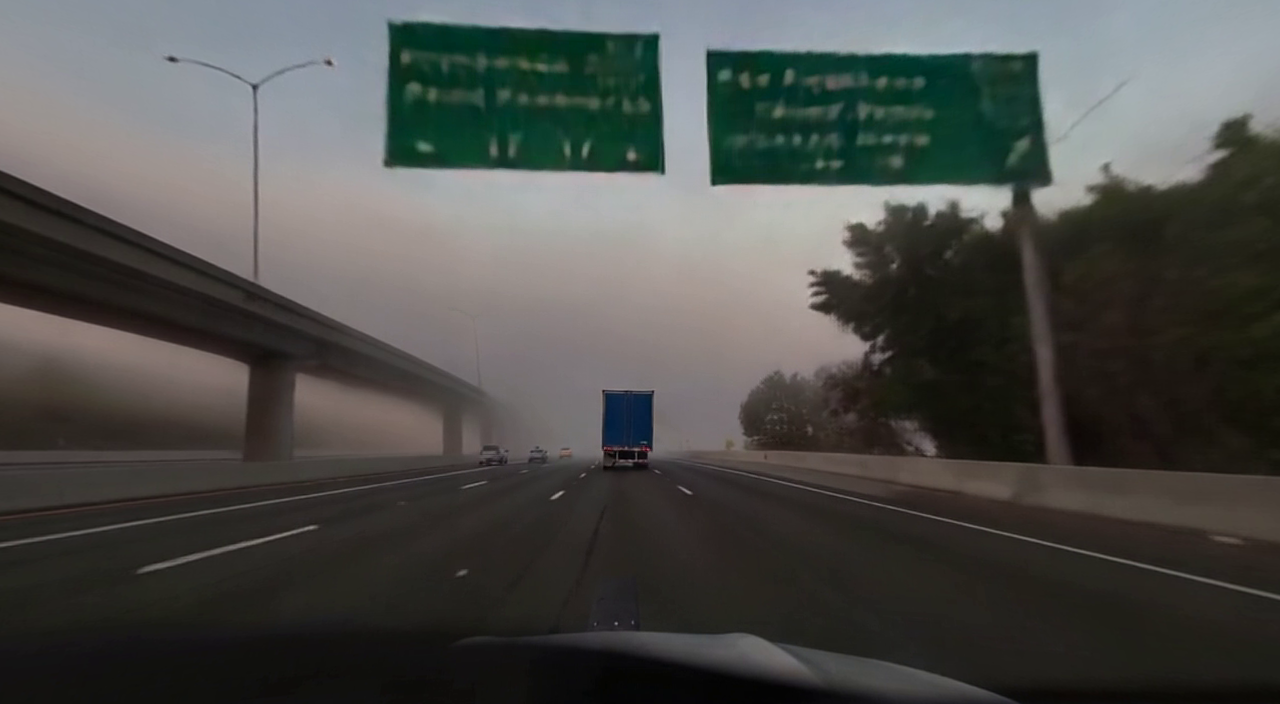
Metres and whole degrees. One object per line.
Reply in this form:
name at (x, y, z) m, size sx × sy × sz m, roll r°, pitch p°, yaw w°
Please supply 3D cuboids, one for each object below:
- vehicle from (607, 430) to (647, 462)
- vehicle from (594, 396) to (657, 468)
vehicle at (-0.763, 5.177, 34.844) m, size 2.052 × 1.666 × 4.358 m, roll 0°, pitch -8°, yaw -2°
vehicle at (-0.897, 4.976, 37.904) m, size 3.233 × 3.678 × 11.032 m, roll 0°, pitch -9°, yaw -2°
